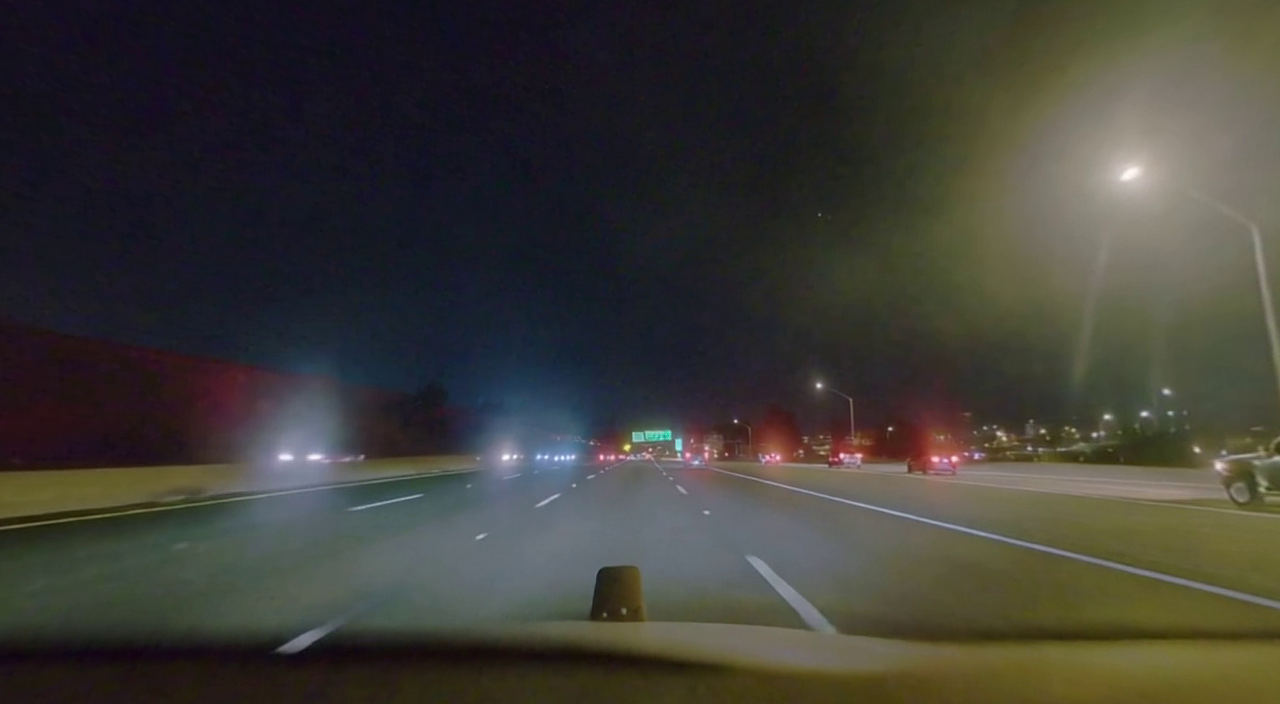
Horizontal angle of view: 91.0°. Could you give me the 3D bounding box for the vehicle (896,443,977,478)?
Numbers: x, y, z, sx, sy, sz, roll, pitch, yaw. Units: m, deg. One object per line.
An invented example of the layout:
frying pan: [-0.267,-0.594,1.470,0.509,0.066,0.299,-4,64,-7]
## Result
vehicle: [15.842,5.814,33.947,2.116,1.754,4.727,0,-9,2]

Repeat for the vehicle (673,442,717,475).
vehicle: [3.160,6.239,37.154,2.147,1.794,4.538,0,-9,-1]

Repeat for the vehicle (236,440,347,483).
vehicle: [-14.763,4.651,27.041,2.013,1.655,4.684,0,-9,1]

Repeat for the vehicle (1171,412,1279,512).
vehicle: [15.156,2.332,13.273,2.442,2.140,6.462,0,-9,2]
